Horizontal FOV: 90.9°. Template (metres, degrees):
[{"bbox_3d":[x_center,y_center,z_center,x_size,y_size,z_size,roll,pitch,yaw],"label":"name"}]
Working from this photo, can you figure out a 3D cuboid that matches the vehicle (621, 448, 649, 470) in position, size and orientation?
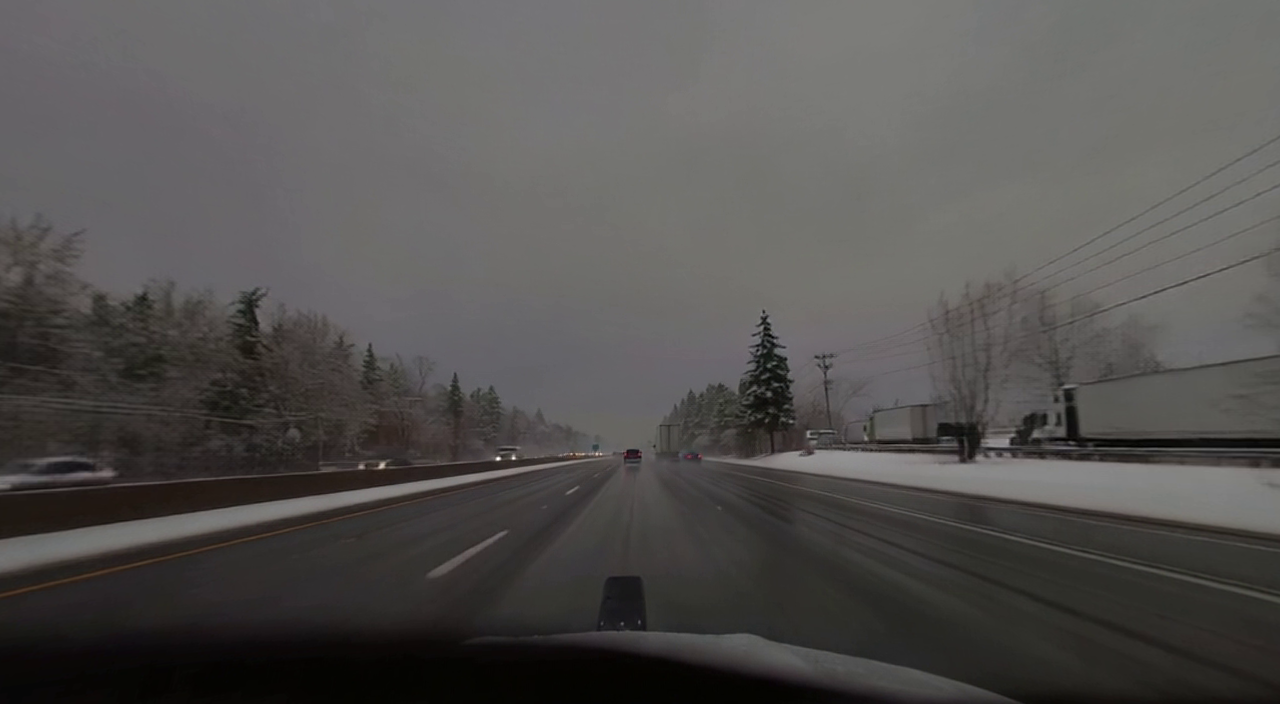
[{"bbox_3d":[-0.401,8.453,49.857,2.111,1.599,3.859,0,-9,-1],"label":"vehicle"}]

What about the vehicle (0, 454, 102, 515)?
[{"bbox_3d":[-23.625,4.854,23.399,2.412,2.091,5.424,0,-9,0],"label":"vehicle"}]

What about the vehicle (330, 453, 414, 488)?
[{"bbox_3d":[-12.258,5.420,29.144,1.855,1.429,4.461,0,-9,1],"label":"vehicle"}]

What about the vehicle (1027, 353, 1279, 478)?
[{"bbox_3d":[23.612,3.179,28.095,3.234,4.276,14.411,0,-9,-1],"label":"vehicle"}]

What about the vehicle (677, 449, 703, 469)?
[{"bbox_3d":[3.923,8.397,49.608,1.779,1.512,3.517,0,-9,0],"label":"vehicle"}]

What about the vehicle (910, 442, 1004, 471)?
[{"bbox_3d":[22.795,7.595,45.909,2.735,1.910,7.423,0,-9,-3],"label":"vehicle"}]
